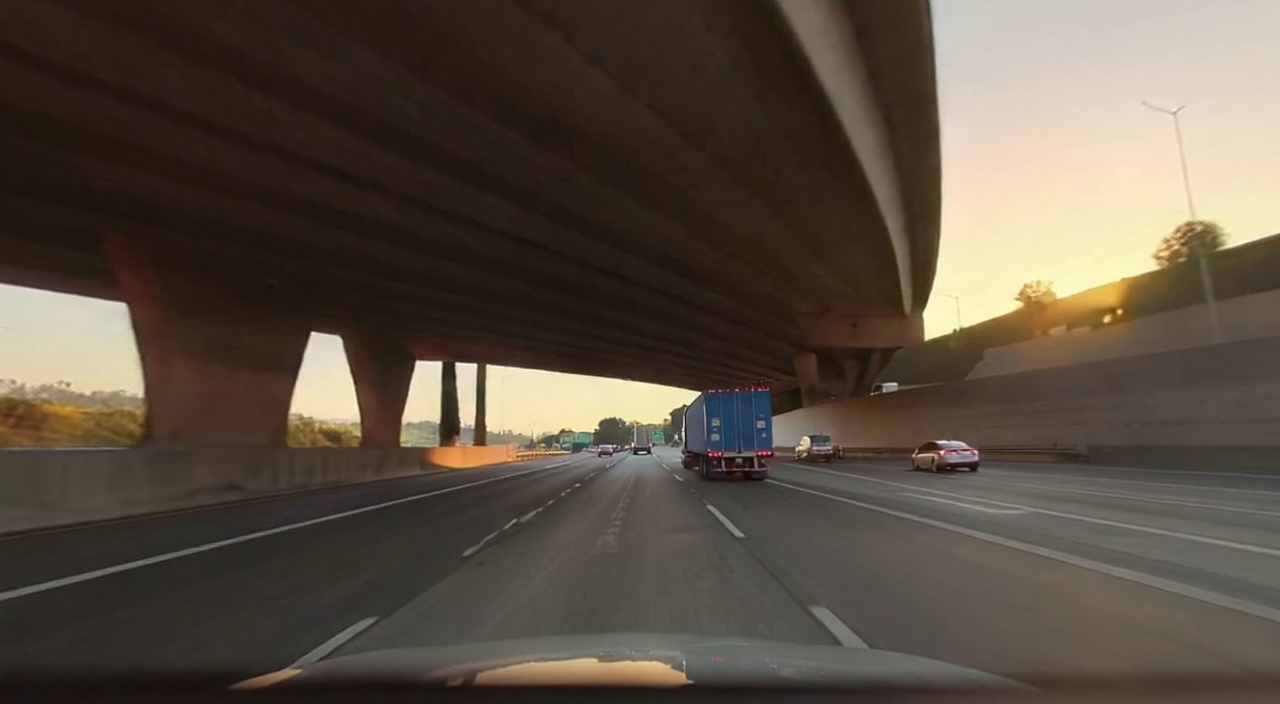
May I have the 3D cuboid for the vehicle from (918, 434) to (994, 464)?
[{"bbox_3d":[17.615,5.468,35.265,2.021,1.549,4.322,1,-9,1],"label":"vehicle"}]

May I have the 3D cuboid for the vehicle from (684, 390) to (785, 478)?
[{"bbox_3d":[4.021,3.951,29.629,3.049,3.395,10.595,0,-8,0],"label":"vehicle"}]
